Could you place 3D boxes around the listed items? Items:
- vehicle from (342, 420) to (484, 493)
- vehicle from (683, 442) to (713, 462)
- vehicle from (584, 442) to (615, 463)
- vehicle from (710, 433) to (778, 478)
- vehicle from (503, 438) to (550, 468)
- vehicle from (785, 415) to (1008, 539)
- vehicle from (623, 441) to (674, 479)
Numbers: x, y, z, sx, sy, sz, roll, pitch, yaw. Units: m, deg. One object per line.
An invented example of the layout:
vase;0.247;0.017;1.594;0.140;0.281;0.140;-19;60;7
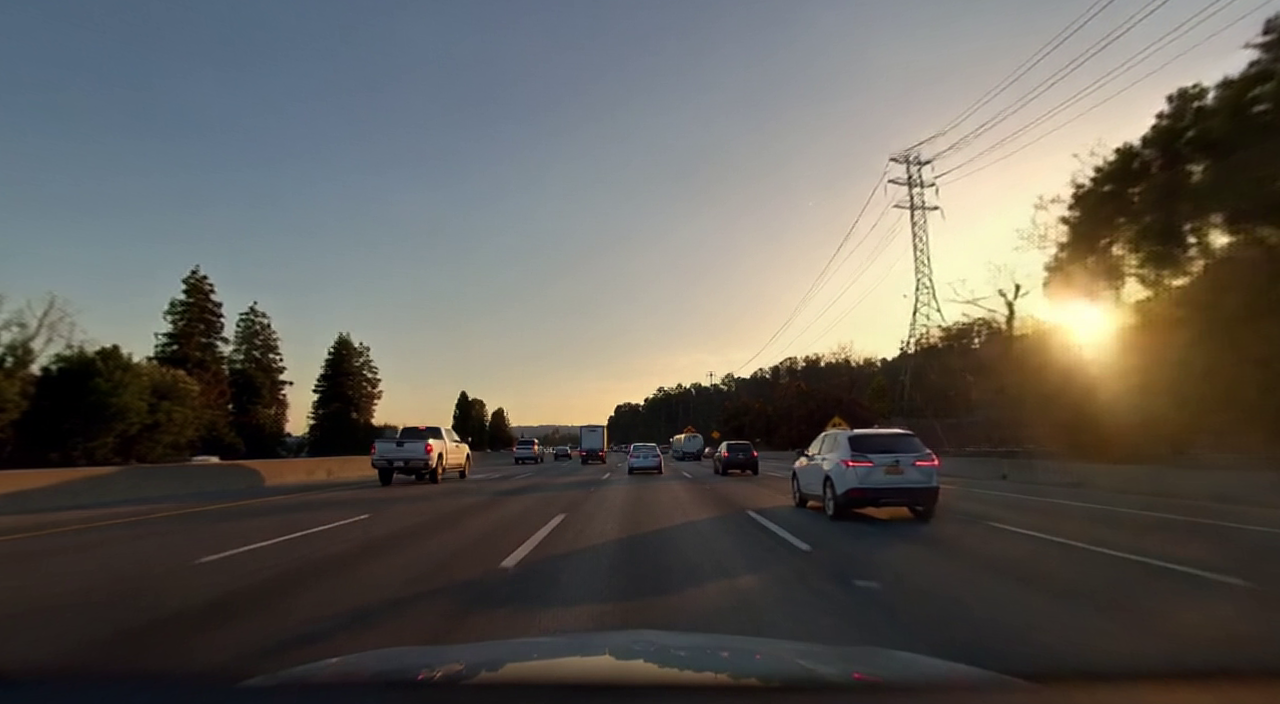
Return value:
vehicle;-6.821;3.242;19.867;2.269;1.936;5.777;0;-9;0
vehicle;4.390;7.614;47.934;1.895;1.429;3.908;0;-9;0
vehicle;-2.937;7.384;46.421;1.904;1.479;4.274;0;-9;1
vehicle;4.450;4.494;27.694;2.195;1.778;4.455;0;-9;0
vehicle;-6.784;6.048;38.016;1.978;1.680;4.263;0;-9;1
vehicle;4.032;2.042;10.882;2.002;1.691;4.290;0;-9;0
vehicle;0.347;4.476;26.333;1.966;1.444;3.986;0;-9;0
